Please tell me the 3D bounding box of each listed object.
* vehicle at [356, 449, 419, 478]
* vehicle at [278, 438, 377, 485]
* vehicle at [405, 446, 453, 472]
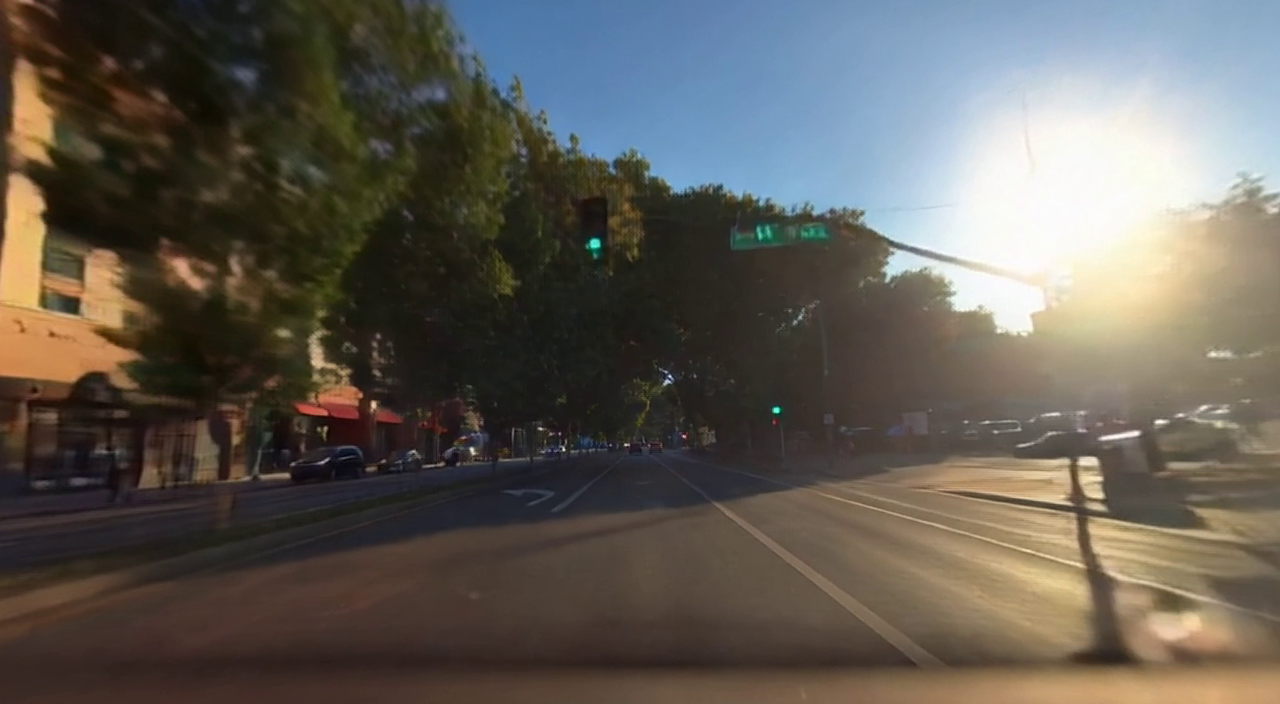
[{"bbox_3d":[-15.436,6.791,38.902,1.892,1.624,4.645,0,-8,0],"label":"vehicle"},{"bbox_3d":[-15.524,5.478,31.773,2.246,2.081,5.416,-2,-9,-1],"label":"vehicle"},{"bbox_3d":[-15.370,7.784,46.260,1.989,1.747,5.019,-1,-8,-3],"label":"vehicle"}]
